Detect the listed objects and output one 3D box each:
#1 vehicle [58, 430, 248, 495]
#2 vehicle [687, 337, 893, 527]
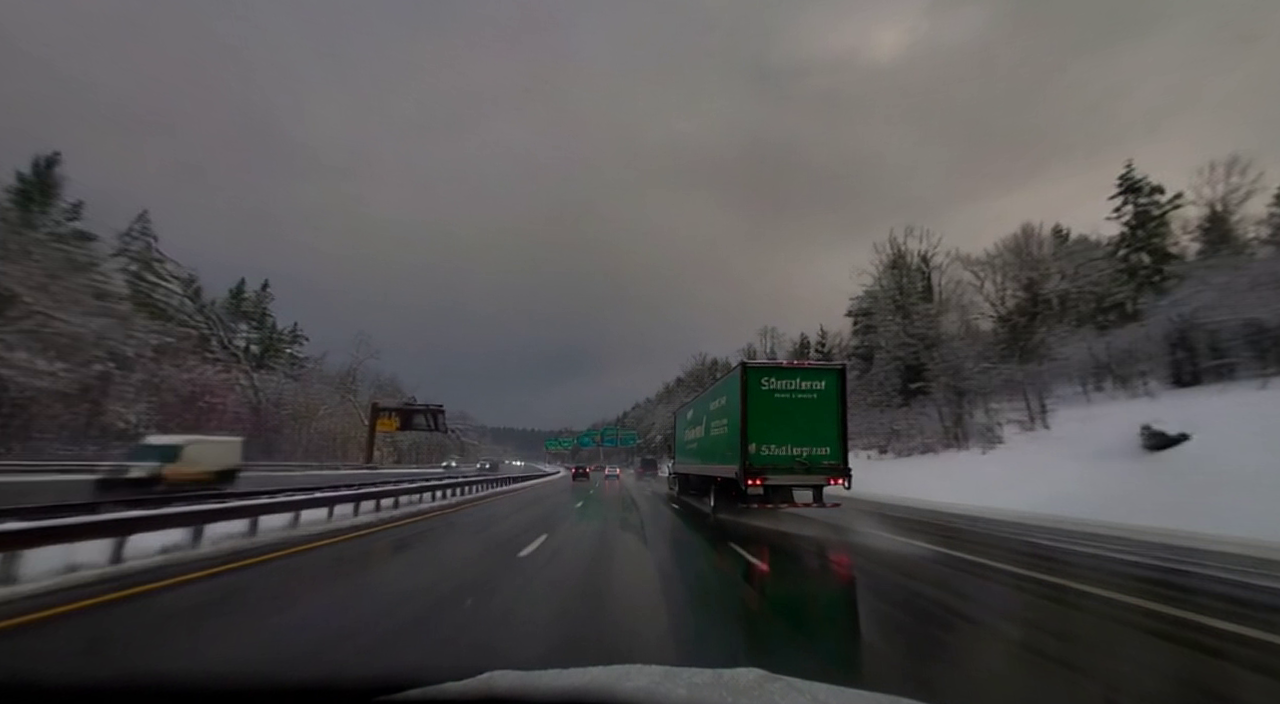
[{"bbox_3d":[-16.938,3.978,22.539,2.079,1.951,6.068,1,-10,-2],"label":"vehicle"},{"bbox_3d":[3.908,3.053,21.376,2.992,4.300,13.967,1,-10,-2],"label":"vehicle"}]
